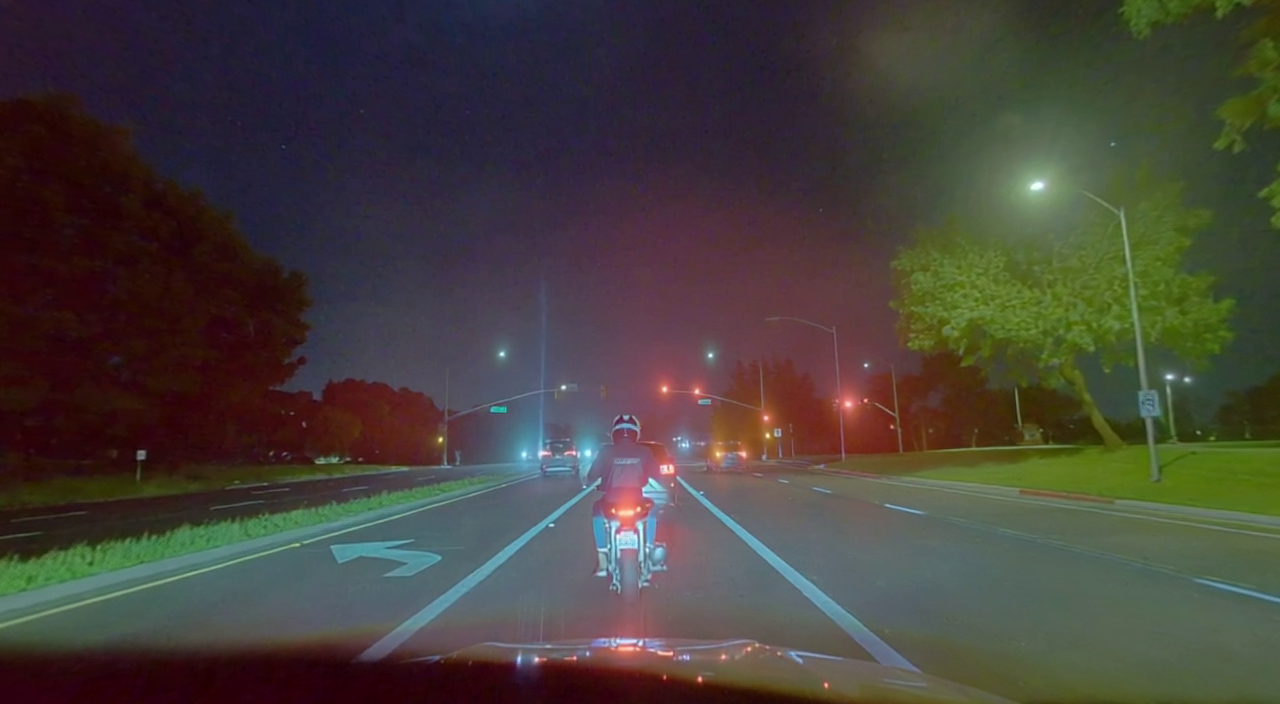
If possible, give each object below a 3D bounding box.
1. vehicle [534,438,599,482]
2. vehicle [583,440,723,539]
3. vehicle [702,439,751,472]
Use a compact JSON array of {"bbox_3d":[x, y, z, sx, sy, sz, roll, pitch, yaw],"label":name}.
[{"bbox_3d":[-3.014,4.568,27.084,2.056,1.647,5.045,-1,-8,1],"label":"vehicle"},{"bbox_3d":[0.177,2.385,11.736,2.093,1.450,4.437,0,-8,0],"label":"vehicle"},{"bbox_3d":[4.683,5.683,34.775,2.075,1.661,4.229,0,-8,-1],"label":"vehicle"}]
